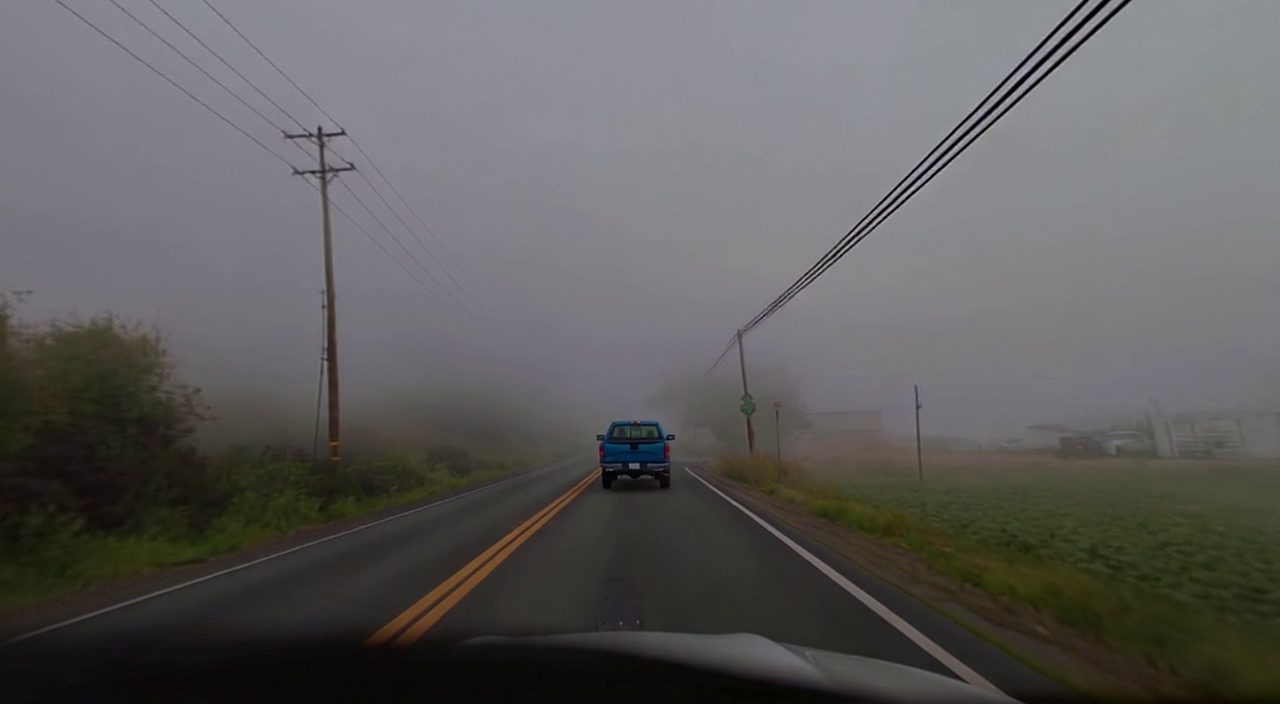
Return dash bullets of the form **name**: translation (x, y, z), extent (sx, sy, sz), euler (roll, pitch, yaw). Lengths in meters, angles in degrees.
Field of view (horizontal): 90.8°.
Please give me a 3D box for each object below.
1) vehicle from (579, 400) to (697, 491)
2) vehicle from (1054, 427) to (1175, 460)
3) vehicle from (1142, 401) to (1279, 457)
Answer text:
- **vehicle**: translation (-0.099, 2.942, 19.954), extent (3.021, 2.326, 7.410), euler (0, -8, -1)
- **vehicle**: translation (31.411, 6.134, 42.186), extent (2.323, 2.002, 6.310), euler (2, -9, -13)
- **vehicle**: translation (33.638, 4.549, 36.604), extent (2.581, 2.932, 6.340), euler (4, -9, -27)
